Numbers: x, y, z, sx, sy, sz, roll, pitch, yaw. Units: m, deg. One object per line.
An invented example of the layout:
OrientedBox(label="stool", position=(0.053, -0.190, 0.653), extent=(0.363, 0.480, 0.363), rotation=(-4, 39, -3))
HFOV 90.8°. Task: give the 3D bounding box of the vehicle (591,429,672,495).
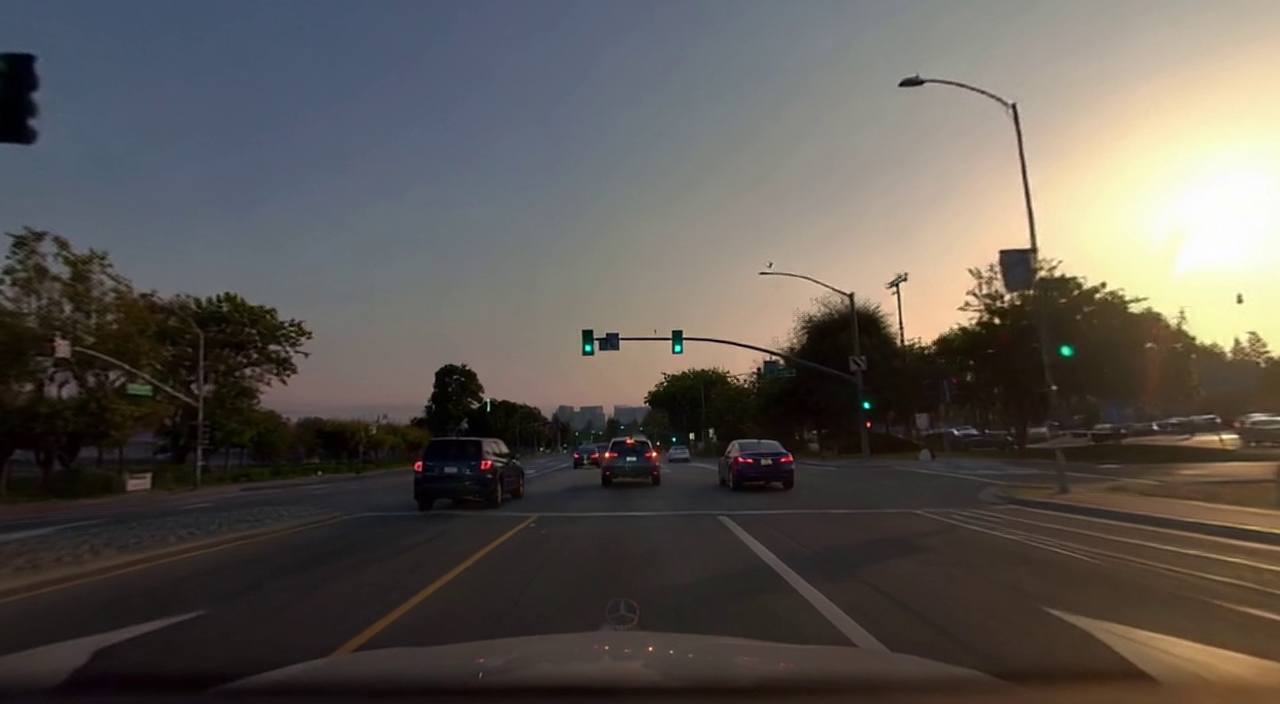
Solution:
OrientedBox(label="vehicle", position=(-0.214, 3.252, 18.964), extent=(2.150, 1.725, 4.096), rotation=(0, -8, 0))

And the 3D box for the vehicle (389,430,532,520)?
OrientedBox(label="vehicle", position=(-3.619, 2.543, 13.570), extent=(1.823, 1.602, 4.061), rotation=(0, -8, 0))

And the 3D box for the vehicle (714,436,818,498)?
OrientedBox(label="vehicle", position=(3.431, 3.210, 18.049), extent=(2.068, 1.541, 4.041), rotation=(0, -8, -1))
